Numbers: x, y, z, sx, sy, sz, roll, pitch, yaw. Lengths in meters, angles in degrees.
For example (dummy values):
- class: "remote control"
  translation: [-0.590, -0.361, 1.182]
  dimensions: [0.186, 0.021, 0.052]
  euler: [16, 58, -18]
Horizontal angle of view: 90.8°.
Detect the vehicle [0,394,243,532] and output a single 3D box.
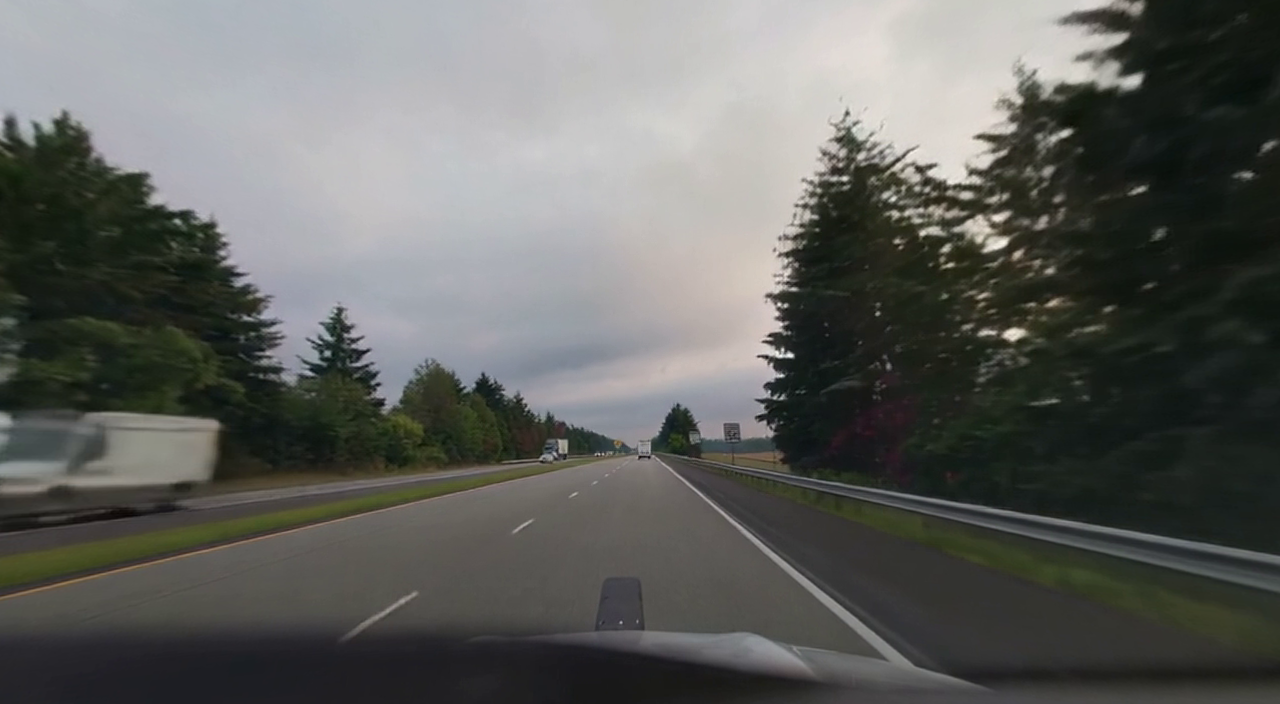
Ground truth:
- class: "vehicle"
  translation: [-11.888, 2.413, 14.034]
  dimensions: [2.436, 2.436, 5.427]
  euler: [0, -9, 1]
